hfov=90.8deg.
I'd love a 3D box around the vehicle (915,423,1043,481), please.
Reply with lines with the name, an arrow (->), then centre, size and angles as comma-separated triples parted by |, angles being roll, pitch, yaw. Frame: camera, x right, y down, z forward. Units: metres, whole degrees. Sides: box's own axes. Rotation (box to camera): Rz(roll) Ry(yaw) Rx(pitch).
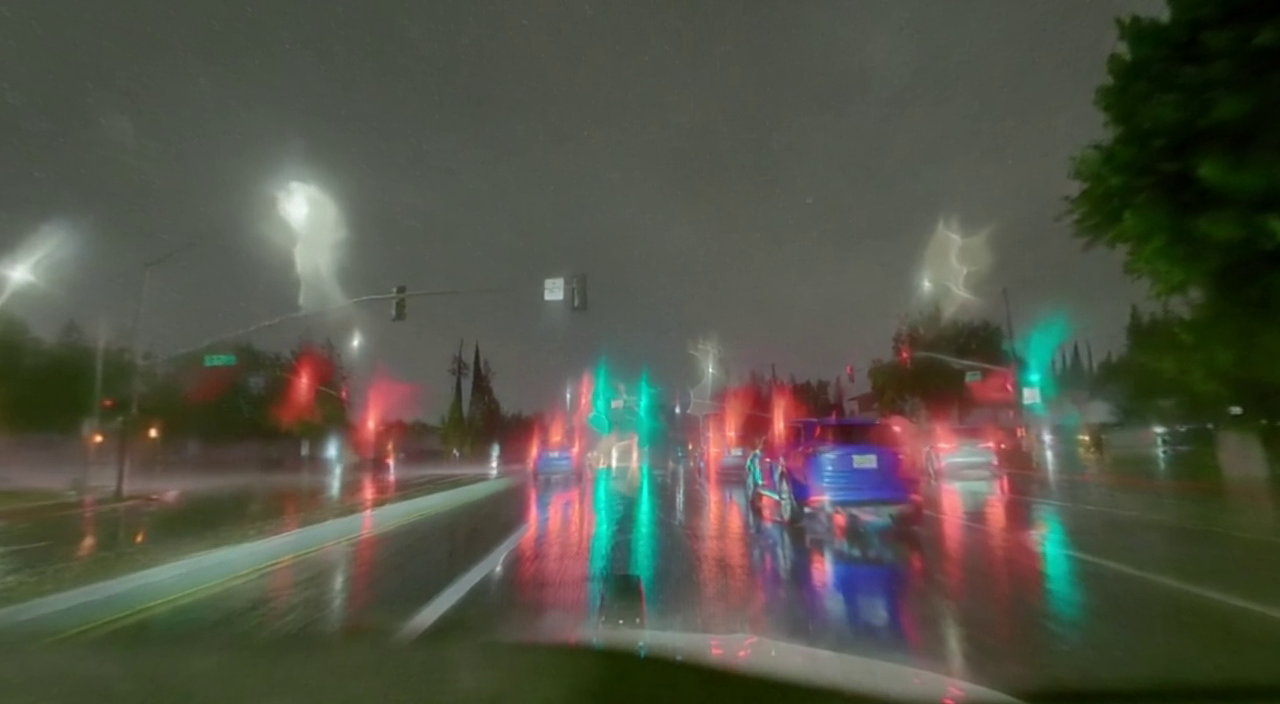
vehicle -> 11.350, 3.384, 21.540 | 1.971, 1.746, 4.271 | 0, -8, 0

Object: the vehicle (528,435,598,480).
vehicle -> -2.747, 3.864, 23.379 | 1.969, 1.513, 3.773 | 0, -8, 2

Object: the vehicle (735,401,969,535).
vehicle -> 3.134, 1.871, 10.711 | 2.247, 1.738, 4.818 | 0, -8, -1
